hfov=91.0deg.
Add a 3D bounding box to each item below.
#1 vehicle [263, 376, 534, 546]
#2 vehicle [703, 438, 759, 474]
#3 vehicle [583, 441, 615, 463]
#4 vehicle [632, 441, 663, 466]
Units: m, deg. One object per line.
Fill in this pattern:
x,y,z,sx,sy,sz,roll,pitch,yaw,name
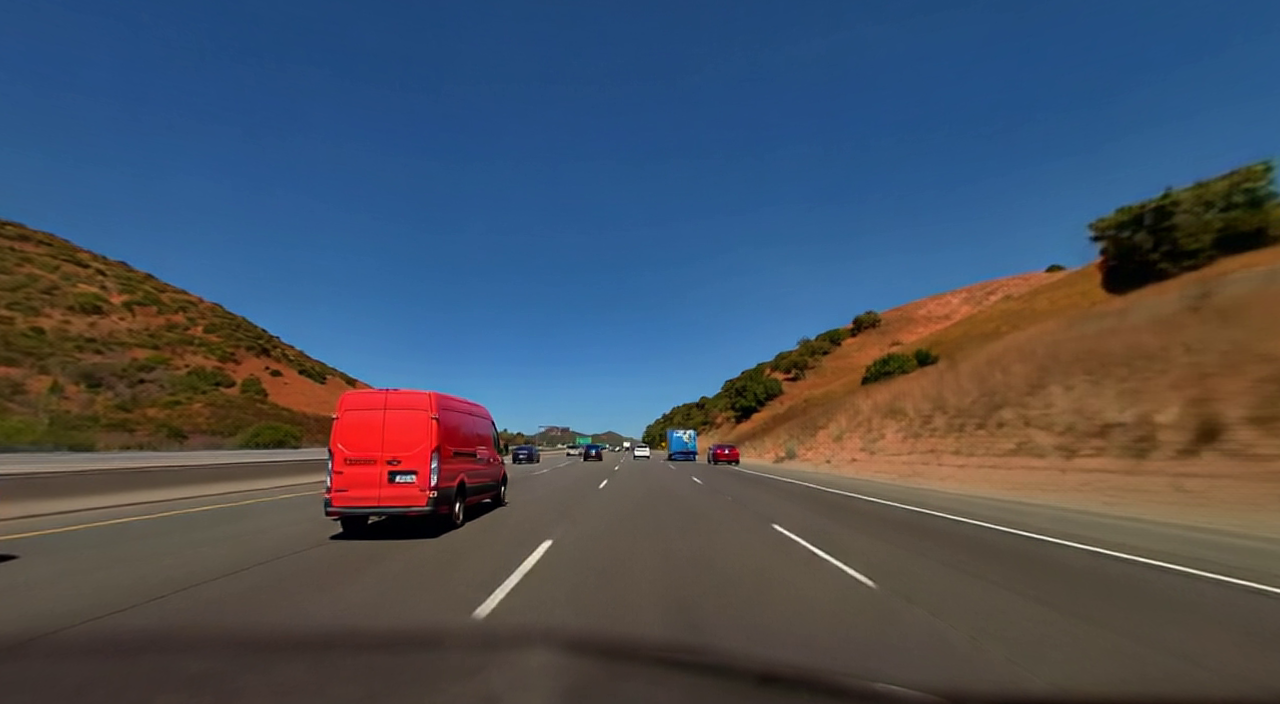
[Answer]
-3.636,1.860,11.157,2.421,2.203,5.775,0,-9,1,vehicle
4.370,5.074,30.873,2.051,1.598,4.145,0,-9,-1,vehicle
-3.134,7.694,48.611,2.138,1.581,4.340,0,-9,0,vehicle
0.472,6.761,42.044,2.014,1.543,3.804,0,-9,0,vehicle
